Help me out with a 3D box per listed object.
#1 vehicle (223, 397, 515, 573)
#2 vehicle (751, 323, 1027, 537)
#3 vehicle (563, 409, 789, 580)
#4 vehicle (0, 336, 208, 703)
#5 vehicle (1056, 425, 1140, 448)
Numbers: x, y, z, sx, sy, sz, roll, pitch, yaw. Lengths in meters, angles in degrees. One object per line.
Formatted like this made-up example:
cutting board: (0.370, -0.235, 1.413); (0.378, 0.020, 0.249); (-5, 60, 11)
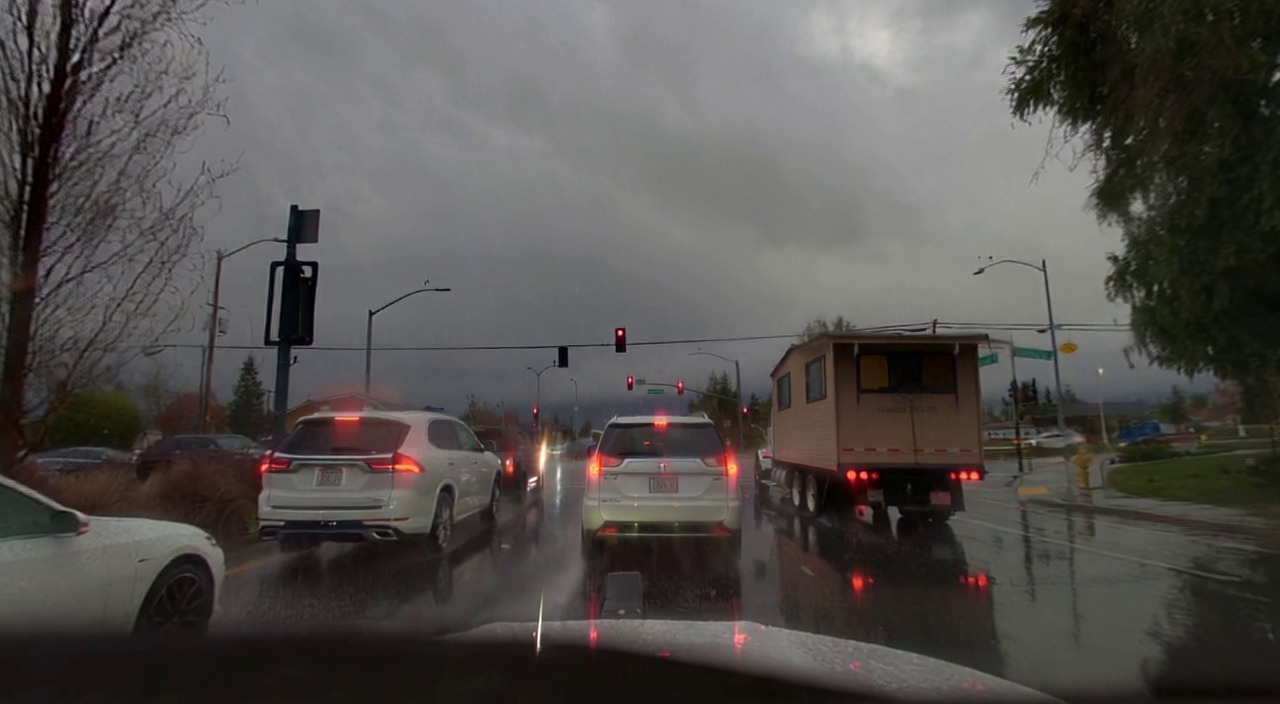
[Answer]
vehicle: (-3.266, 1.713, 8.843); (2.085, 1.812, 4.388); (0, -9, 0)
vehicle: (3.683, 1.402, 10.996); (2.531, 2.750, 5.595); (0, -9, 1)
vehicle: (0.357, 1.701, 8.304); (2.189, 1.649, 4.171); (0, -9, 0)
vehicle: (-3.424, 0.672, 1.469); (1.952, 1.730, 4.116); (0, -9, -1)
vehicle: (33.154, 6.152, 45.883); (4.671, 1.595, 1.824); (-6, -10, 31)
